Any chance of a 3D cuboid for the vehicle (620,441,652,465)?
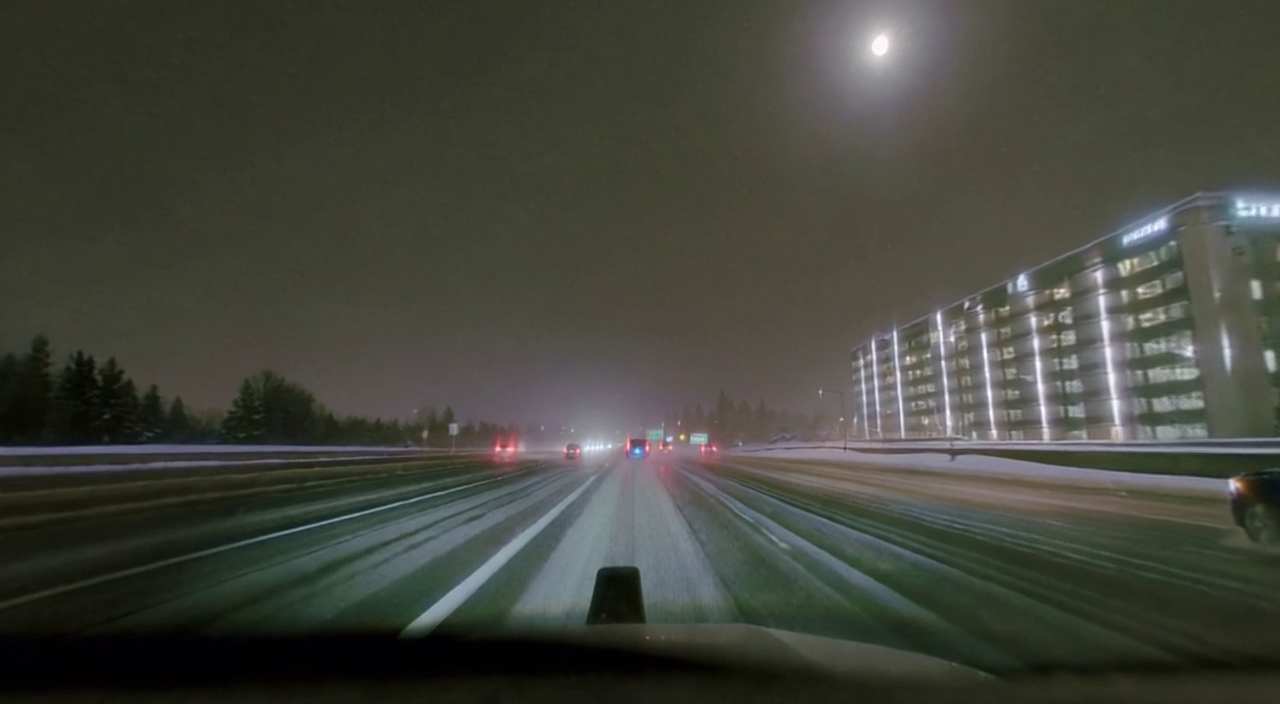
[{"bbox_3d":[-0.249,6.744,42.125,2.036,1.542,3.891,0,-8,0],"label":"vehicle"}]
